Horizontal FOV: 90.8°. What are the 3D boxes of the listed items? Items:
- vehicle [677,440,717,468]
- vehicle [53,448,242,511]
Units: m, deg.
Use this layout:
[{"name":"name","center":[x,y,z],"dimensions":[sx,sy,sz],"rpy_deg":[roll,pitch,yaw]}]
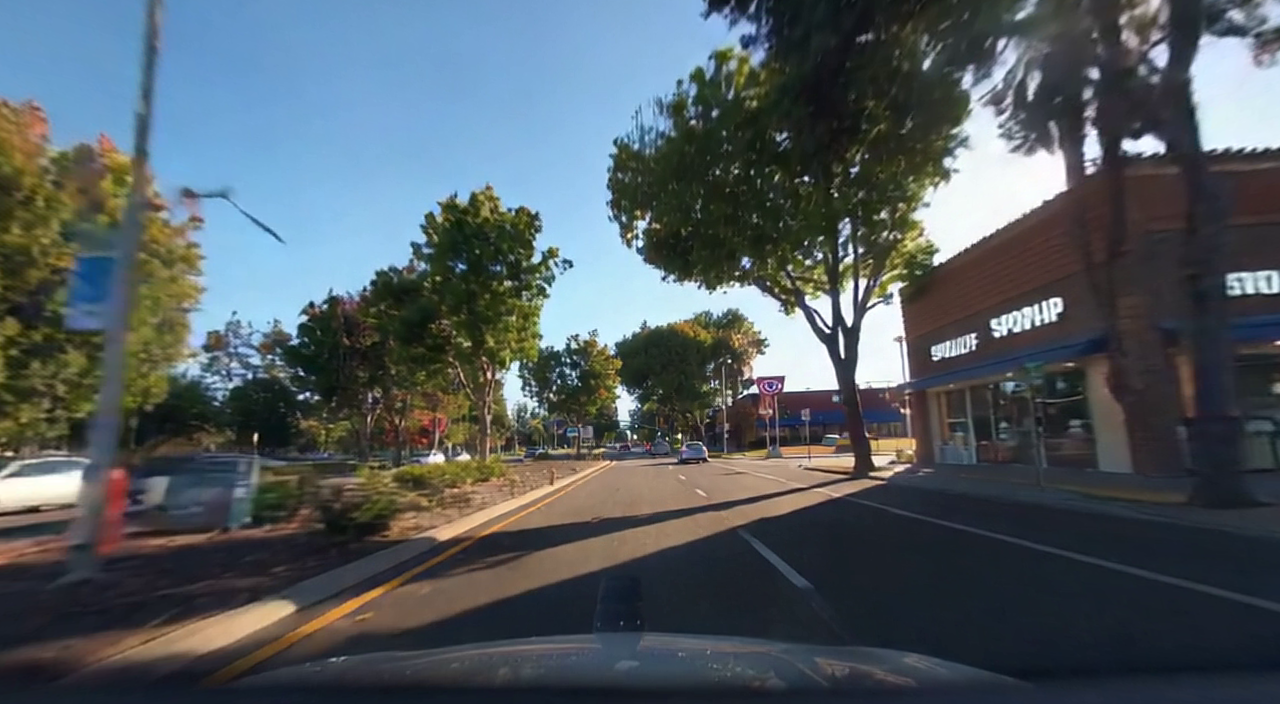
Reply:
[{"name":"vehicle","center":[3.414,6.184,38.412],"dimensions":[1.961,1.580,4.020],"rpy_deg":[0,-8,-2]},{"name":"vehicle","center":[-14.092,3.631,18.545],"dimensions":[1.962,1.574,4.612],"rpy_deg":[0,-8,-2]}]
